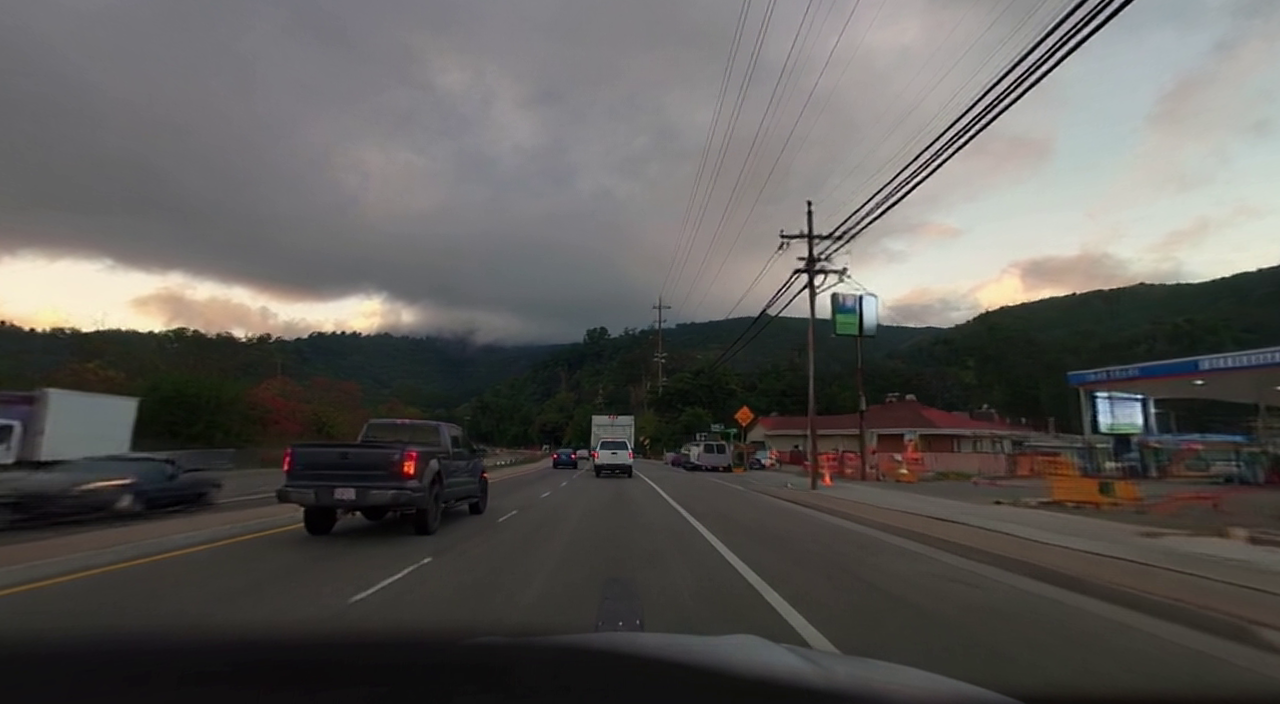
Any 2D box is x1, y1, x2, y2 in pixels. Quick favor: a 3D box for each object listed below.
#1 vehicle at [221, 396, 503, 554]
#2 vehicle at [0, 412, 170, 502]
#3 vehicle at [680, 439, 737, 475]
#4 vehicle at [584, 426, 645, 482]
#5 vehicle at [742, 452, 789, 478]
[{"bbox_3d":[-4.167,1.994,10.981,2.345,2.012,5.693,0,-9,-1],"label":"vehicle"},{"bbox_3d":[-17.638,2.996,18.059,2.787,2.255,7.350,-1,-9,0],"label":"vehicle"},{"bbox_3d":[4.496,7.061,42.825,2.706,2.199,6.527,1,-9,-5],"label":"vehicle"},{"bbox_3d":[-1.185,4.587,28.597,2.486,2.280,5.291,0,-9,-3],"label":"vehicle"},{"bbox_3d":[7.950,7.190,40.377,1.933,1.480,4.249,2,-10,-3],"label":"vehicle"}]
